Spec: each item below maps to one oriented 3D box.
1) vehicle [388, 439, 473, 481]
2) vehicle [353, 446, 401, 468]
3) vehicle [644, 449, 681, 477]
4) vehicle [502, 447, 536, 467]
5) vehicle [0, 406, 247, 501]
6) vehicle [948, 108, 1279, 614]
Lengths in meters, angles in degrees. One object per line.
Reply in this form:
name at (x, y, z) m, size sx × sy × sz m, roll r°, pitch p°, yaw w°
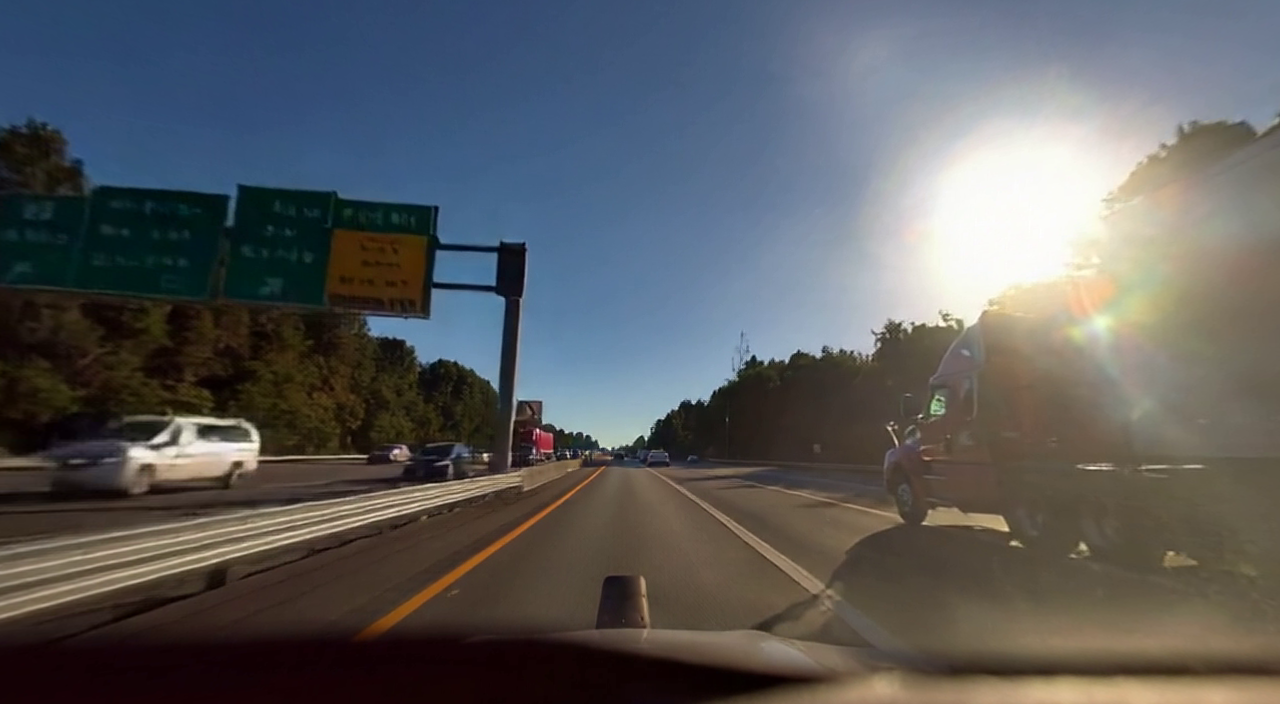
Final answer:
vehicle at (-8.505, 4.428, 26.021) m, size 1.943 × 1.521 × 4.628 m, roll 0°, pitch -9°, yaw 0°
vehicle at (-19.870, 7.903, 47.739) m, size 1.830 × 1.564 × 4.271 m, roll 0°, pitch -9°, yaw -1°
vehicle at (1.324, 6.728, 38.520) m, size 2.111 × 1.599 × 3.859 m, roll 0°, pitch -9°, yaw 0°
vehicle at (-9.224, 8.053, 48.324) m, size 1.789 × 1.478 × 4.146 m, roll 0°, pitch -9°, yaw -1°
vehicle at (-12.196, 2.426, 15.191) m, size 2.026 × 1.875 × 5.341 m, roll 0°, pitch -9°, yaw -1°
vehicle at (6.546, -0.181, 3.433) m, size 2.890 × 4.006 × 14.039 m, roll 0°, pitch -9°, yaw 1°
